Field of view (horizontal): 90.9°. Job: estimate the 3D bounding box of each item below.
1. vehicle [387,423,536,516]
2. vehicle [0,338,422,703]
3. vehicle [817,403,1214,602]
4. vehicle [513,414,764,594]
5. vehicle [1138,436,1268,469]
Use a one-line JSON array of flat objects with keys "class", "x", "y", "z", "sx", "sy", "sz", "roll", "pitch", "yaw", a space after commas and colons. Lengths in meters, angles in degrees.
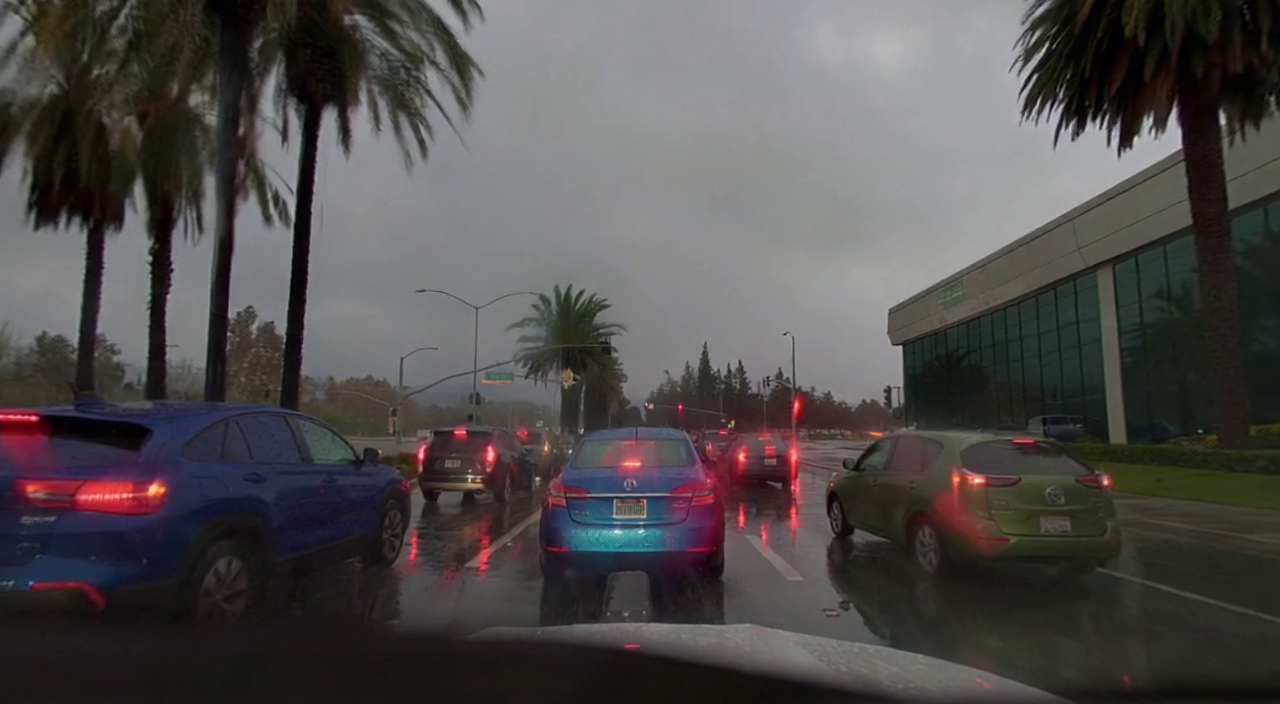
[{"class": "vehicle", "x": -3.467, "y": 2.352, "z": 13.073, "sx": 1.917, "sy": 1.631, "sz": 3.768, "roll": 0, "pitch": -8, "yaw": 1}, {"class": "vehicle", "x": -3.537, "y": 1.133, "z": 5.074, "sx": 2.014, "sy": 1.775, "sz": 4.404, "roll": 0, "pitch": -8, "yaw": -1}, {"class": "vehicle", "x": 3.842, "y": 1.615, "z": 7.675, "sx": 2.064, "sy": 1.696, "sz": 4.431, "roll": 0, "pitch": -8, "yaw": 0}, {"class": "vehicle", "x": -0.053, "y": 1.674, "z": 7.835, "sx": 2.219, "sy": 1.586, "sz": 4.321, "roll": 0, "pitch": -8, "yaw": -1}, {"class": "vehicle", "x": 25.465, "y": 4.541, "z": 28.634, "sx": 4.014, "sy": 1.417, "sz": 1.777, "roll": -1, "pitch": -8, "yaw": 5}]
